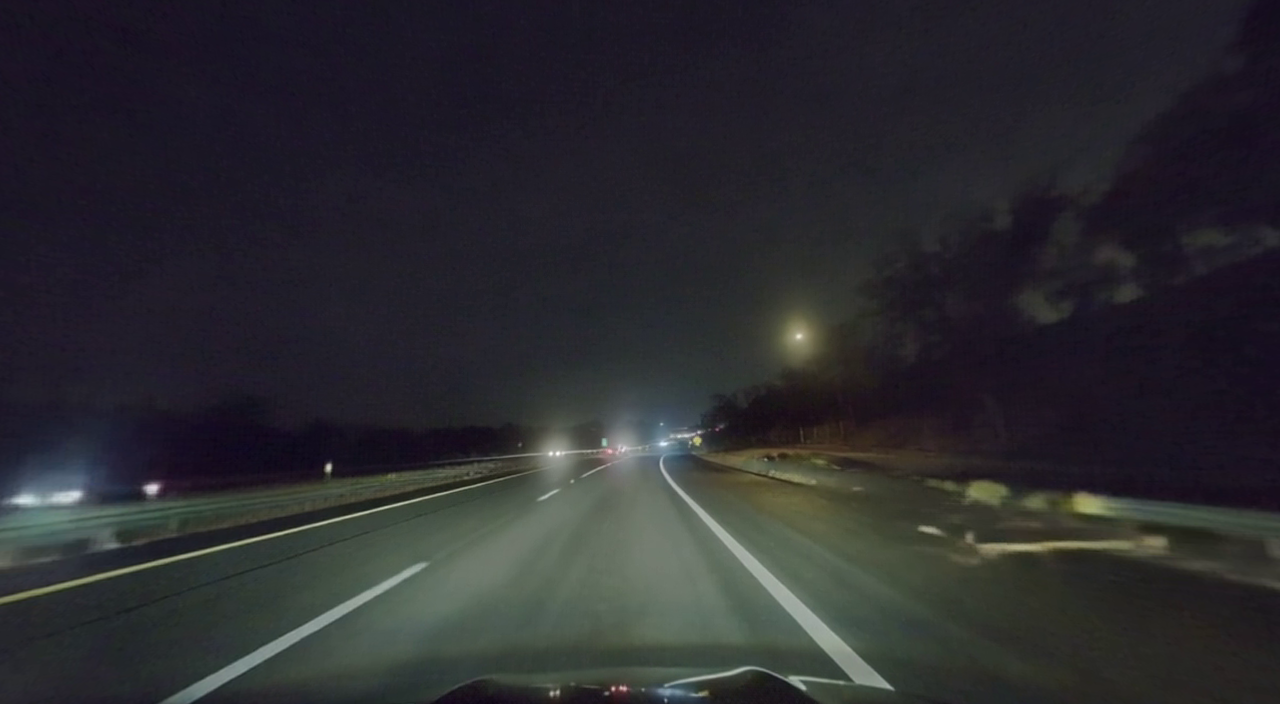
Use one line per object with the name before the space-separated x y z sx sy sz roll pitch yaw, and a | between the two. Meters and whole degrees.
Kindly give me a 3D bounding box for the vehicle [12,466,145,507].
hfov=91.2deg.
vehicle | -24.813 5.928 27.940 1.904 1.527 4.309 0 -9 0
